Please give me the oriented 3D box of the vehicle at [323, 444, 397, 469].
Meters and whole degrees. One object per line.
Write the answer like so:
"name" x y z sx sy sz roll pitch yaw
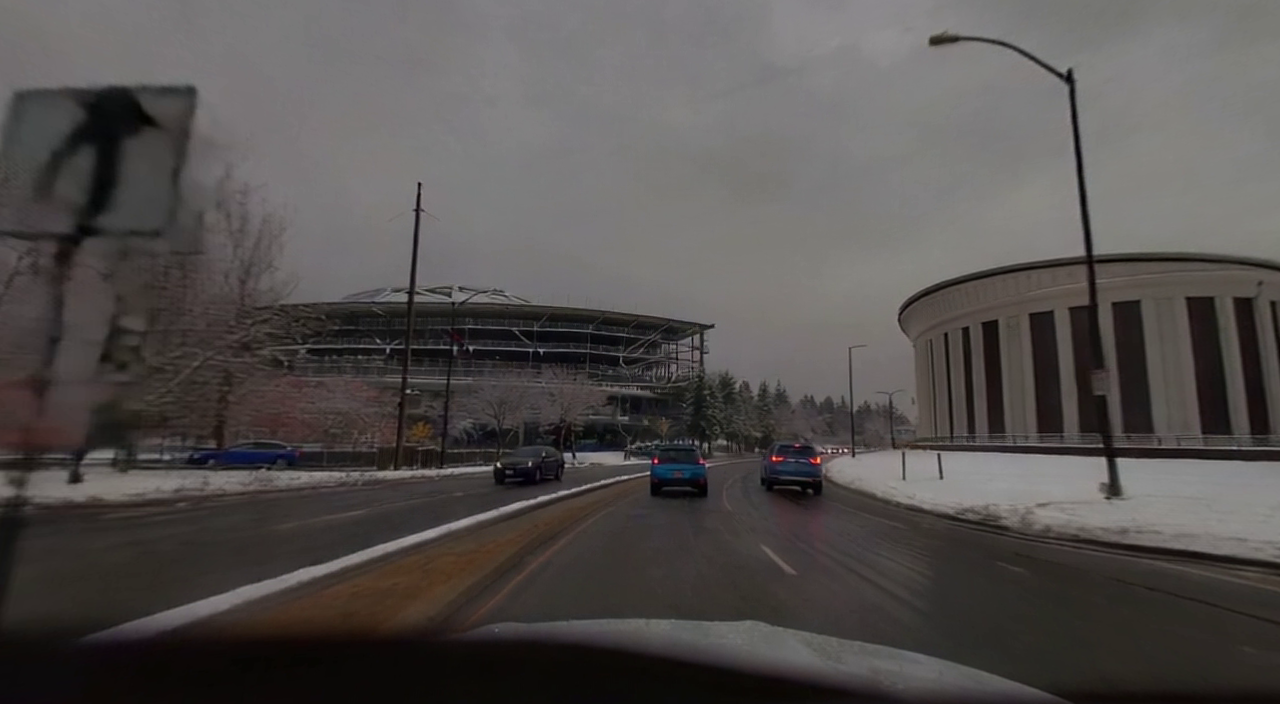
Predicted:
"vehicle" -20.870 7.808 47.017 4.648 1.697 1.979 -3 -10 13

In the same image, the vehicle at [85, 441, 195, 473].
"vehicle" -29.875 6.274 37.823 1.951 1.743 4.619 -6 -10 29

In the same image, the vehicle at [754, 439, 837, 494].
"vehicle" 5.472 4.091 22.913 2.320 1.772 4.872 -1 -9 7

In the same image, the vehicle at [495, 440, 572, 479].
"vehicle" -5.292 5.446 32.177 2.254 1.789 4.736 -2 -9 12

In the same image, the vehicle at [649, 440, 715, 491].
"vehicle" 1.612 4.057 22.754 2.132 1.632 3.889 -2 -9 7

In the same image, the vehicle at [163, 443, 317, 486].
"vehicle" -14.794 4.179 23.534 4.351 1.490 2.012 0 -9 -1
